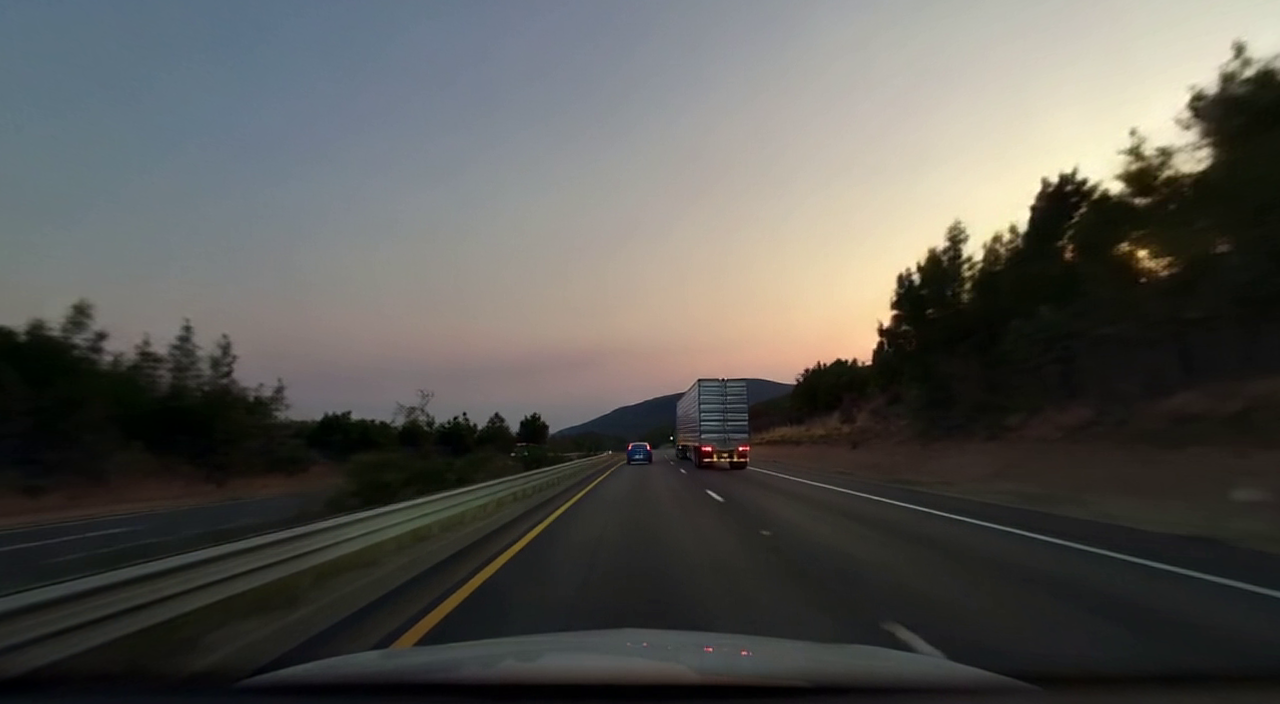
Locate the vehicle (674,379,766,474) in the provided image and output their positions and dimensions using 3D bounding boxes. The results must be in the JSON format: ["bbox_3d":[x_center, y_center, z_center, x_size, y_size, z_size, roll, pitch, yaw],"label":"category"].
[{"bbox_3d":[3.911,4.449,35.701,2.929,4.158,15.921,0,-8,-1],"label":"vehicle"}]

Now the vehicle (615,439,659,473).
[{"bbox_3d":[-0.168,5.004,30.515,1.968,1.515,4.025,0,-8,-1],"label":"vehicle"}]
